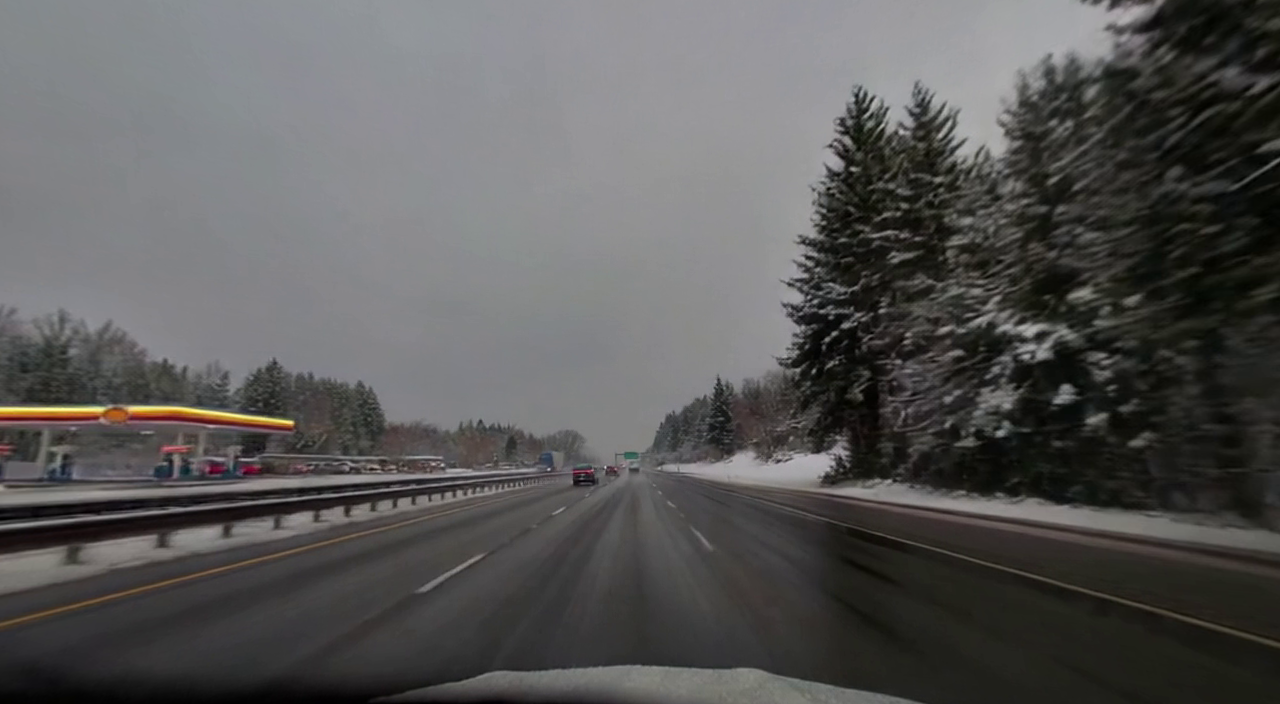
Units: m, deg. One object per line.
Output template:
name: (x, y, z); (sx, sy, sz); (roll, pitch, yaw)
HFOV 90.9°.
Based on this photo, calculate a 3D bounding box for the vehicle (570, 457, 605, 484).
vehicle: (-3.964, 9.052, 48.071); (2.166, 1.871, 4.536); (1, -10, 1)
